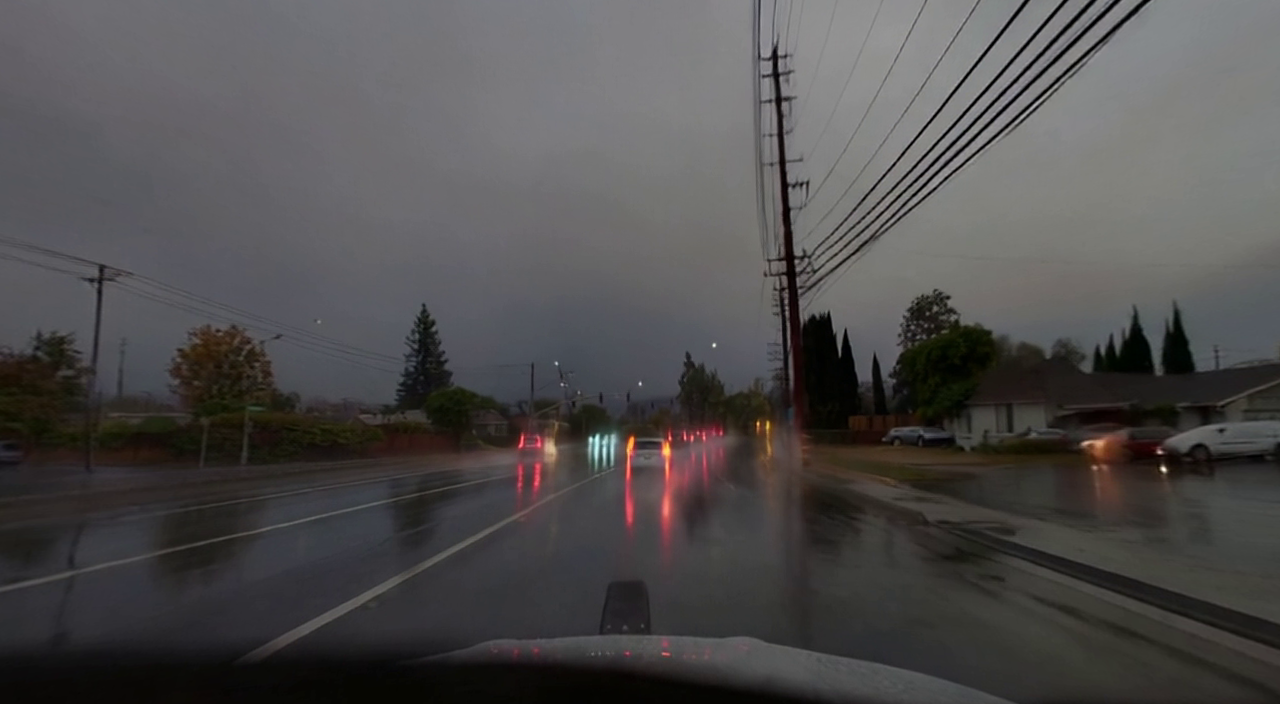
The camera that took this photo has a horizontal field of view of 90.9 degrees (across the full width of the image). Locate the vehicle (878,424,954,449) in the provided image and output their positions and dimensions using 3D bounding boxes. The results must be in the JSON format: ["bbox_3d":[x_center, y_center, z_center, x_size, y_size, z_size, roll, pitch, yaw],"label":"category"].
[{"bbox_3d":[20.535,6.329,47.092,4.739,1.708,1.976,-2,-9,9],"label":"vehicle"}]

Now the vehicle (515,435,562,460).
[{"bbox_3d":[-6.596,6.246,41.294,1.983,1.485,4.159,-1,-8,6],"label":"vehicle"}]

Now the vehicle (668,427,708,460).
[{"bbox_3d":[3.140,5.854,40.215,2.158,1.939,4.935,-2,-9,9],"label":"vehicle"}]

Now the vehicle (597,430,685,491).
[{"bbox_3d":[0.149,2.988,17.599,2.117,1.474,4.036,-1,-8,5],"label":"vehicle"}]

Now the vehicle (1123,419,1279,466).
[{"bbox_3d":[20.902,3.343,23.112,4.674,1.500,1.889,1,-9,7],"label":"vehicle"}]
